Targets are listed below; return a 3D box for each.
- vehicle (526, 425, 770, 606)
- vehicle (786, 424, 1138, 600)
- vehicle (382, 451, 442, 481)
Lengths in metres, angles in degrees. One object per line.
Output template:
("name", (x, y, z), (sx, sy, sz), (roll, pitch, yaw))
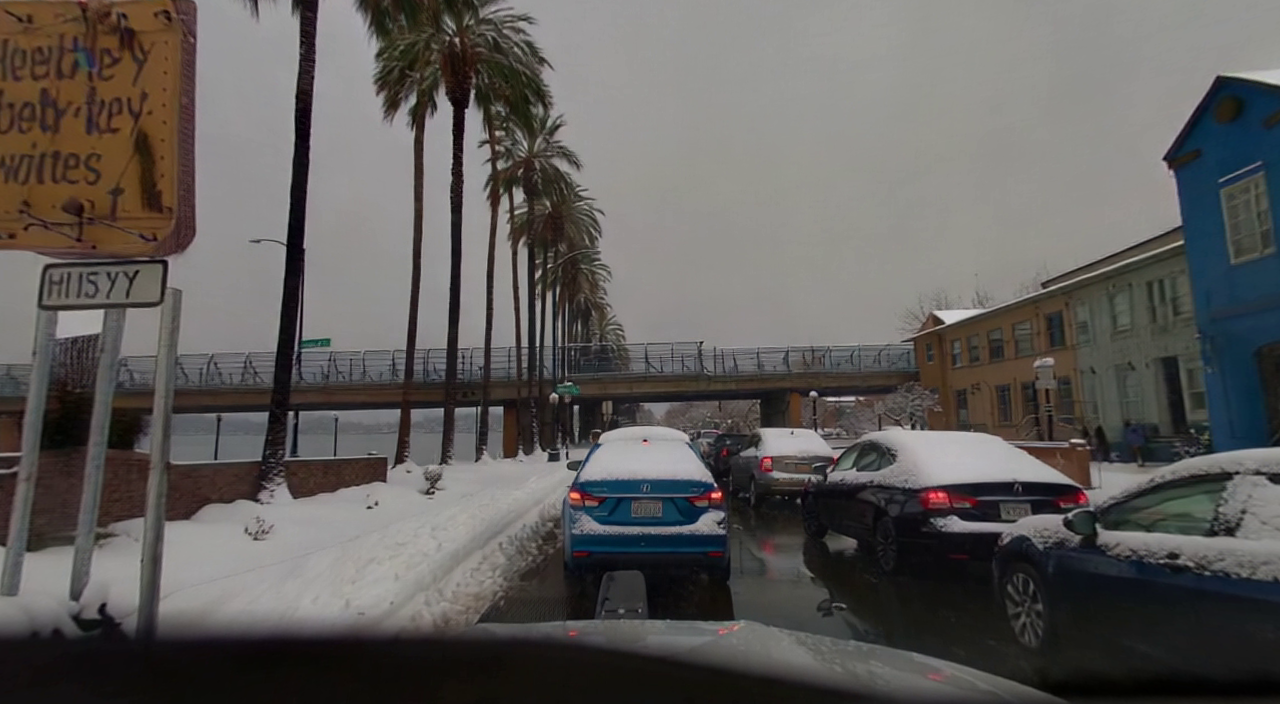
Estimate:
("vehicle", (0.063, 1.662, 7.246), (2.048, 1.503, 3.681), (0, -9, 0))
("vehicle", (3.289, 1.711, 7.705), (1.920, 1.490, 4.417), (0, -9, -1))
("vehicle", (-14.937, 7.480, 41.662), (2.104, 1.802, 4.852), (-1, -8, 1))
